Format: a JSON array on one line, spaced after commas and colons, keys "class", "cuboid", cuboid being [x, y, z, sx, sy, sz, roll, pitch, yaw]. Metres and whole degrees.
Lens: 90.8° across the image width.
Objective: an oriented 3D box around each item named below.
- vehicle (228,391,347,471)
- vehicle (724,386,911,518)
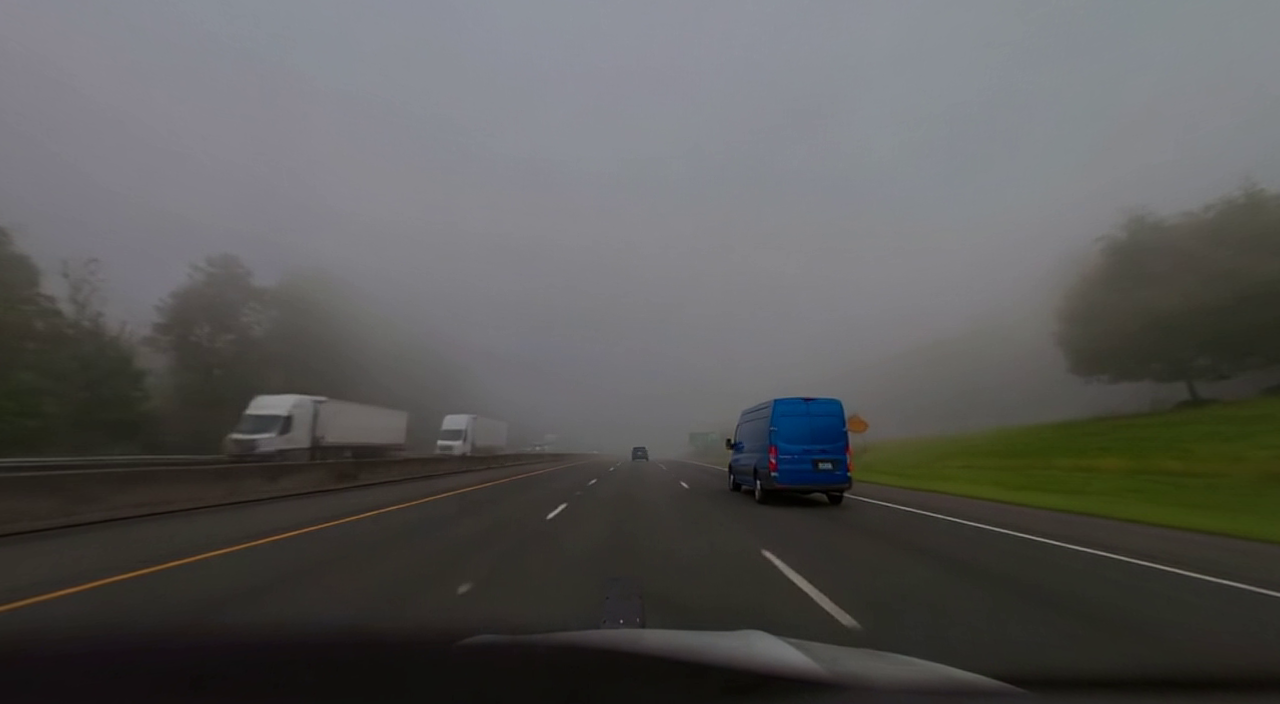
[{"class": "vehicle", "cuboid": [-19.517, 4.521, 35.498, 3.078, 4.095, 6.013, 0, -9, 0]}, {"class": "vehicle", "cuboid": [3.856, 2.428, 15.524, 2.552, 2.524, 6.630, 0, -9, -1]}]
